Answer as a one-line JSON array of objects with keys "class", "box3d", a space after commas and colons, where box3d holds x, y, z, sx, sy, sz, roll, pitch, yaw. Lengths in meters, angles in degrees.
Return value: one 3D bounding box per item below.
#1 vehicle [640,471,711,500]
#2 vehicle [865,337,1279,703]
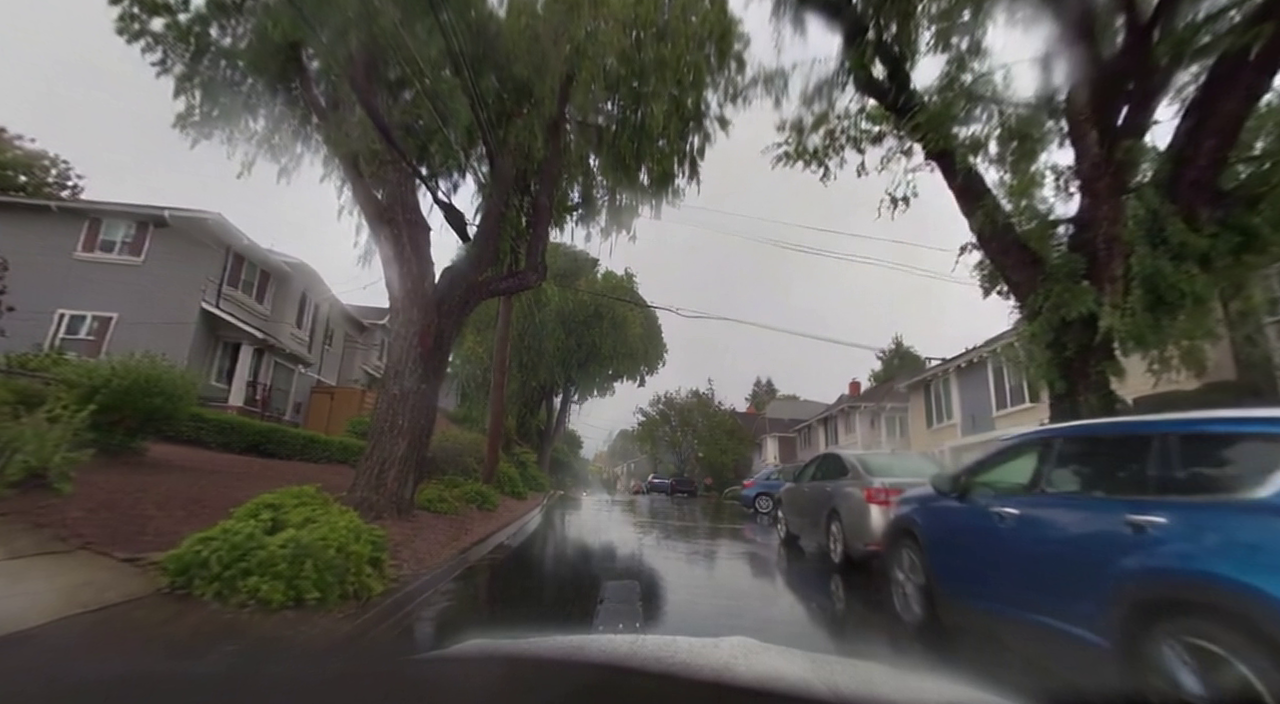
[{"class": "vehicle", "box3d": [2.352, 8.877, 42.275, 4.413, 1.728, 1.869, 1, -9, -10]}, {"class": "vehicle", "box3d": [3.199, 1.016, 3.287, 2.076, 1.780, 4.959, 0, -9, -2]}]
